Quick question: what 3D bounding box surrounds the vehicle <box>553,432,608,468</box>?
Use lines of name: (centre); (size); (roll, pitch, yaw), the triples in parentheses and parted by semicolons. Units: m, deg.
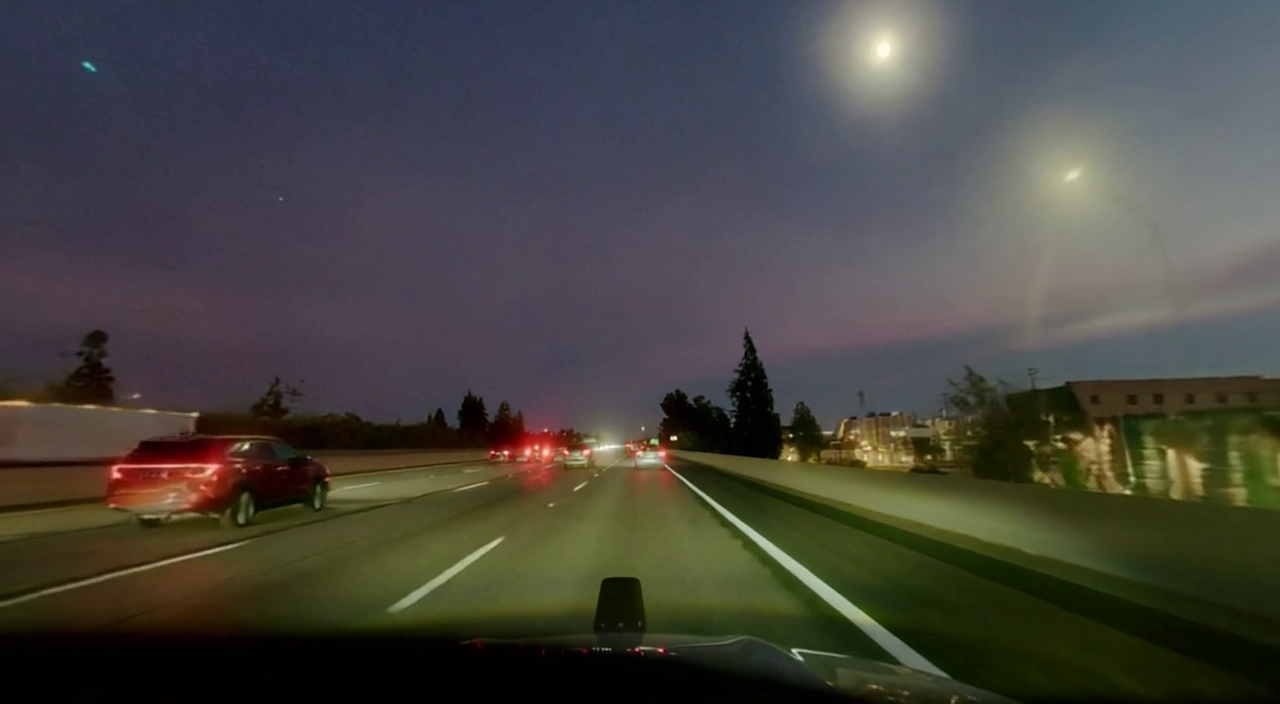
vehicle: (-3.631, 6.163, 39.704); (2.751, 2.050, 5.761); (0, -8, 1)

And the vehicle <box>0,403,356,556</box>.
vehicle: (-7.655, 2.033, 10.936); (2.521, 1.901, 5.988); (0, -8, 2)

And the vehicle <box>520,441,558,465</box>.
vehicle: (-7.681, 7.741, 48.572); (2.078, 1.779, 4.610); (0, -8, 1)

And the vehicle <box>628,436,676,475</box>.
vehicle: (0.544, 4.970, 30.451); (2.135, 1.697, 4.757); (0, -8, 0)
